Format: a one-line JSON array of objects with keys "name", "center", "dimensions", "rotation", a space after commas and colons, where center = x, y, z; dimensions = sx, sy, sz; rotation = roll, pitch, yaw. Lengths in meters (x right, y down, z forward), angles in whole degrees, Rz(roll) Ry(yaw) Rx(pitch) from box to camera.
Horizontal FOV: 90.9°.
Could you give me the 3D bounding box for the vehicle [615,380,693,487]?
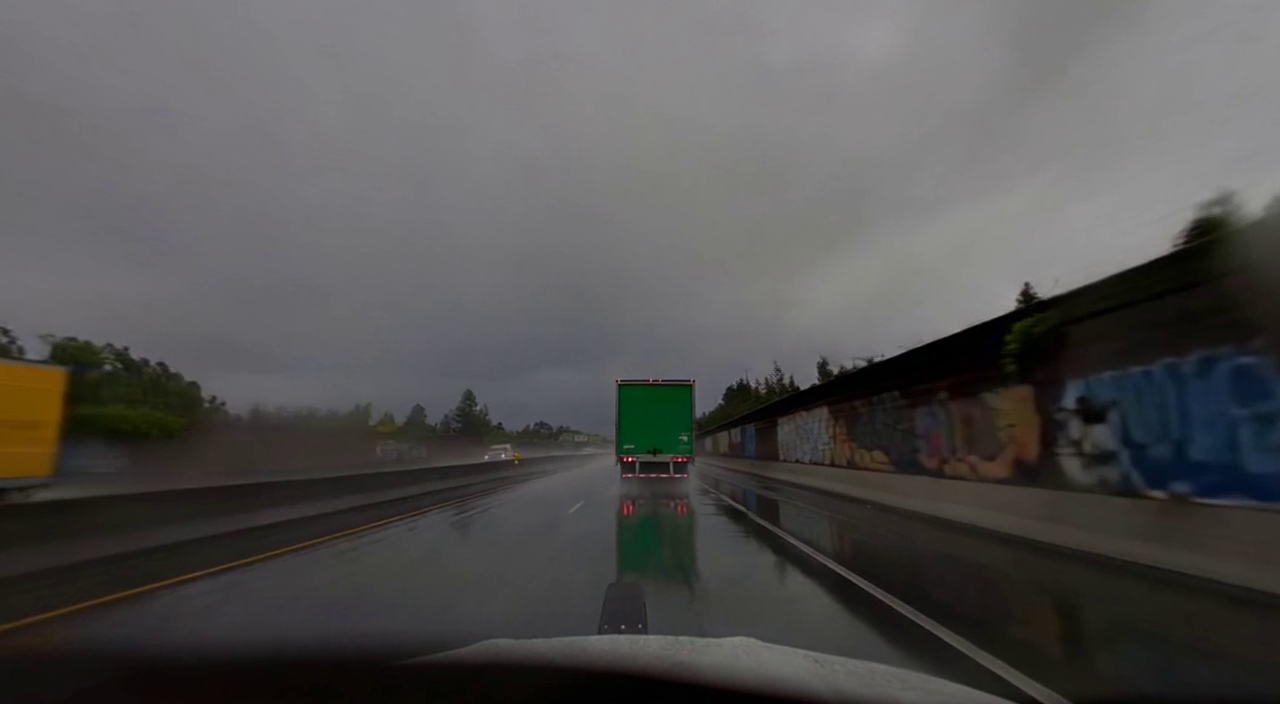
[{"name": "vehicle", "center": [0.421, 3.811, 28.566], "dimensions": [2.900, 3.955, 10.151], "rotation": [0, -9, -1]}]
